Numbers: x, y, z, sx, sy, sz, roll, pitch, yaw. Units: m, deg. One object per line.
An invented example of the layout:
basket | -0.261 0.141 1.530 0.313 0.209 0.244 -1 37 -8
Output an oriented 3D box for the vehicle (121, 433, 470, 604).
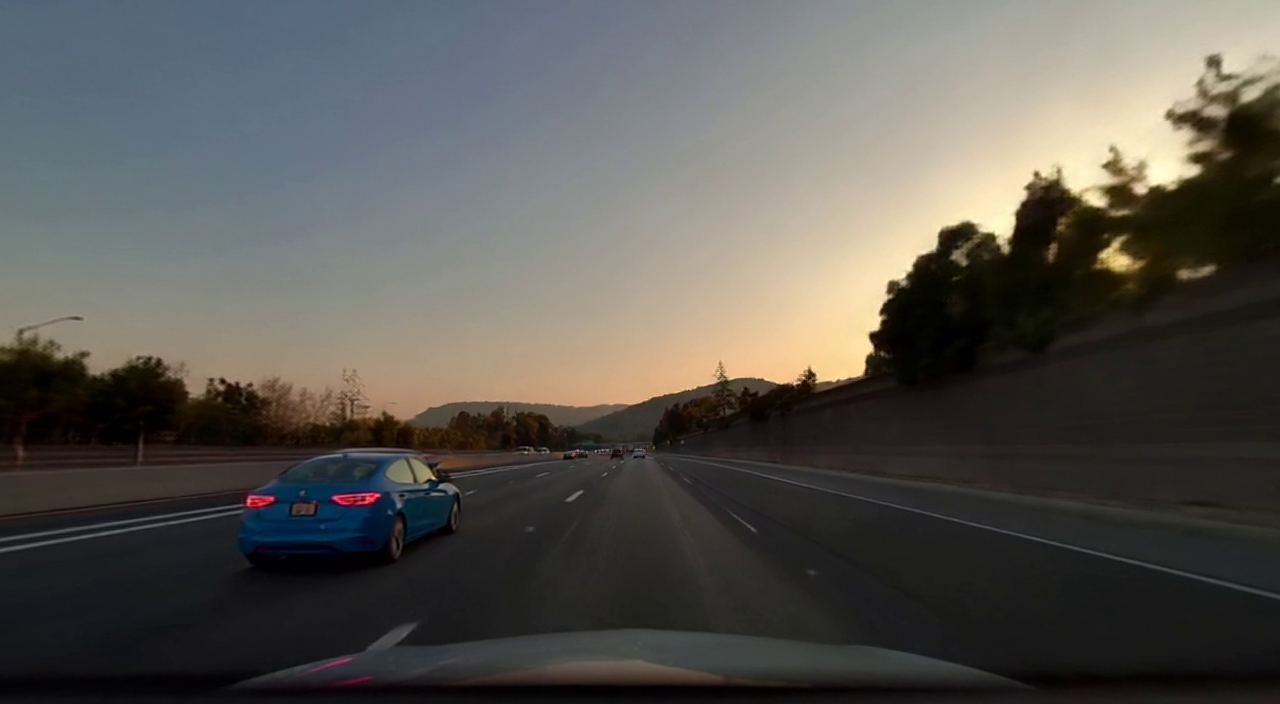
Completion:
vehicle | -3.558 1.758 7.510 1.935 1.479 3.787 0 -9 1
